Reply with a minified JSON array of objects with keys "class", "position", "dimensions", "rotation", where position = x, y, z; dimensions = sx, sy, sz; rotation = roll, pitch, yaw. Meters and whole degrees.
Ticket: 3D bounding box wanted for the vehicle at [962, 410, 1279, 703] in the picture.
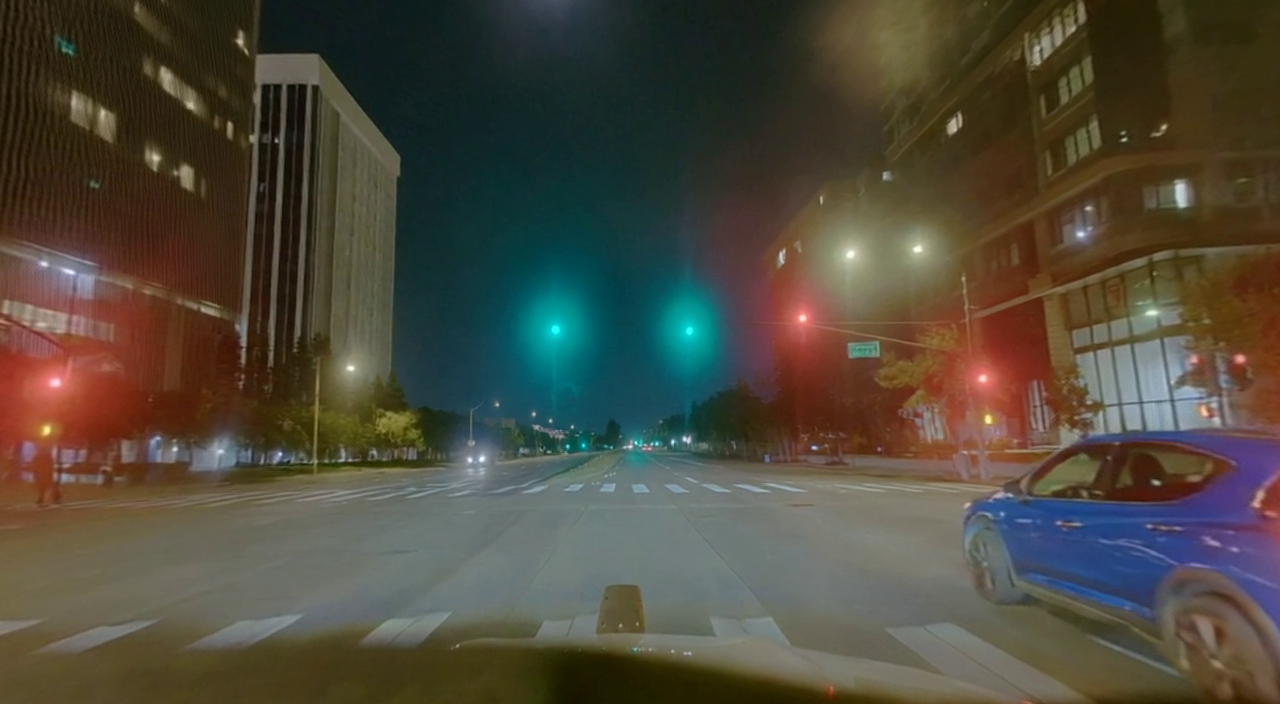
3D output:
[{"class":"vehicle","position":[3.049,0.861,1.618],"dimensions":[2.015,1.455,4.615],"rotation":[0,-9,0]}]
